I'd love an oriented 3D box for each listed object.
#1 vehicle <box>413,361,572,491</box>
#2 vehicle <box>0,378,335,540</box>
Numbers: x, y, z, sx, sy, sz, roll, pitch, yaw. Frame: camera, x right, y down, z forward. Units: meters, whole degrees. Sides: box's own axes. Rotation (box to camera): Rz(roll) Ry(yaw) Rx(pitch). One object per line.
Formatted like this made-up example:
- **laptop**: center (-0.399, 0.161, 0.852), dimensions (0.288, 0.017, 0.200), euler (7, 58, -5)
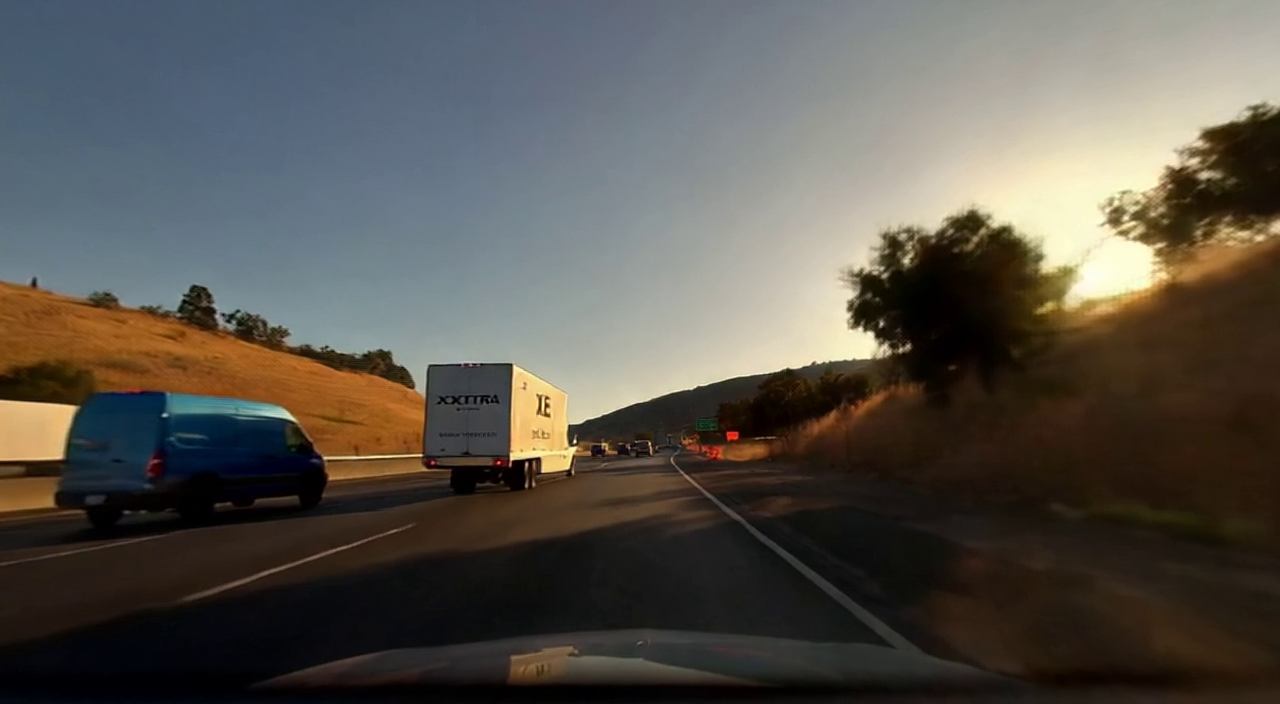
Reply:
- **vehicle**: center (-5.104, 2.974, 24.432), dimensions (3.183, 4.011, 9.617), euler (0, -8, 4)
- **vehicle**: center (-9.317, 2.166, 13.292), dimensions (2.469, 2.615, 5.874), euler (0, -8, 3)
